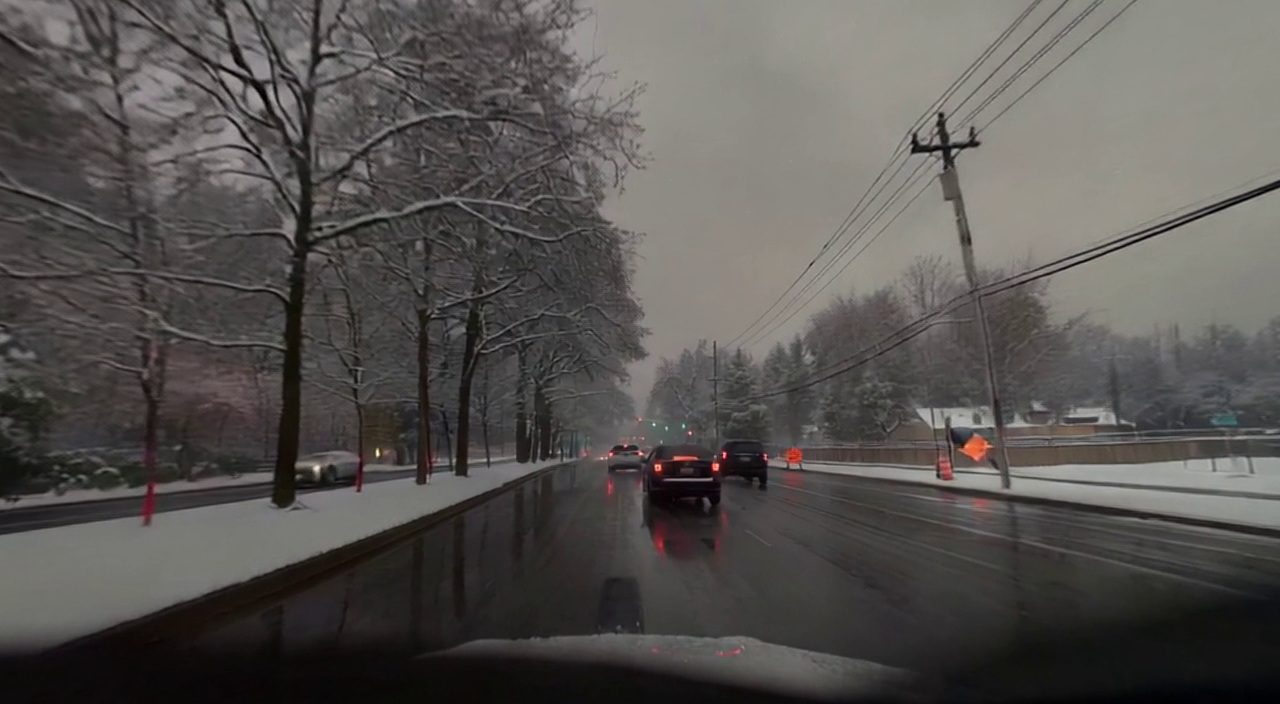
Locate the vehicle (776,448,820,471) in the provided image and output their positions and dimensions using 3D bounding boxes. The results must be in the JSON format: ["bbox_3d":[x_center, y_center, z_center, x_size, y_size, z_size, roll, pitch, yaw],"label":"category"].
[{"bbox_3d":[11.871,8.098,47.663,1.966,1.485,4.497,-5,-9,-2],"label":"vehicle"}]

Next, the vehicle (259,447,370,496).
[{"bbox_3d":[-12.503,4.574,24.660,1.971,1.712,4.400,-1,-8,0],"label":"vehicle"}]

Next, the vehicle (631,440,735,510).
[{"bbox_3d":[0.883,2.967,15.835,1.977,1.460,4.565,0,-8,-4],"label":"vehicle"}]

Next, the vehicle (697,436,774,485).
[{"bbox_3d":[3.676,4.270,25.221,2.116,1.726,4.672,0,-8,-3],"label":"vehicle"}]

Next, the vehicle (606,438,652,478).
[{"bbox_3d":[-0.467,5.048,30.229,2.050,1.745,3.915,-1,-8,0],"label":"vehicle"}]
